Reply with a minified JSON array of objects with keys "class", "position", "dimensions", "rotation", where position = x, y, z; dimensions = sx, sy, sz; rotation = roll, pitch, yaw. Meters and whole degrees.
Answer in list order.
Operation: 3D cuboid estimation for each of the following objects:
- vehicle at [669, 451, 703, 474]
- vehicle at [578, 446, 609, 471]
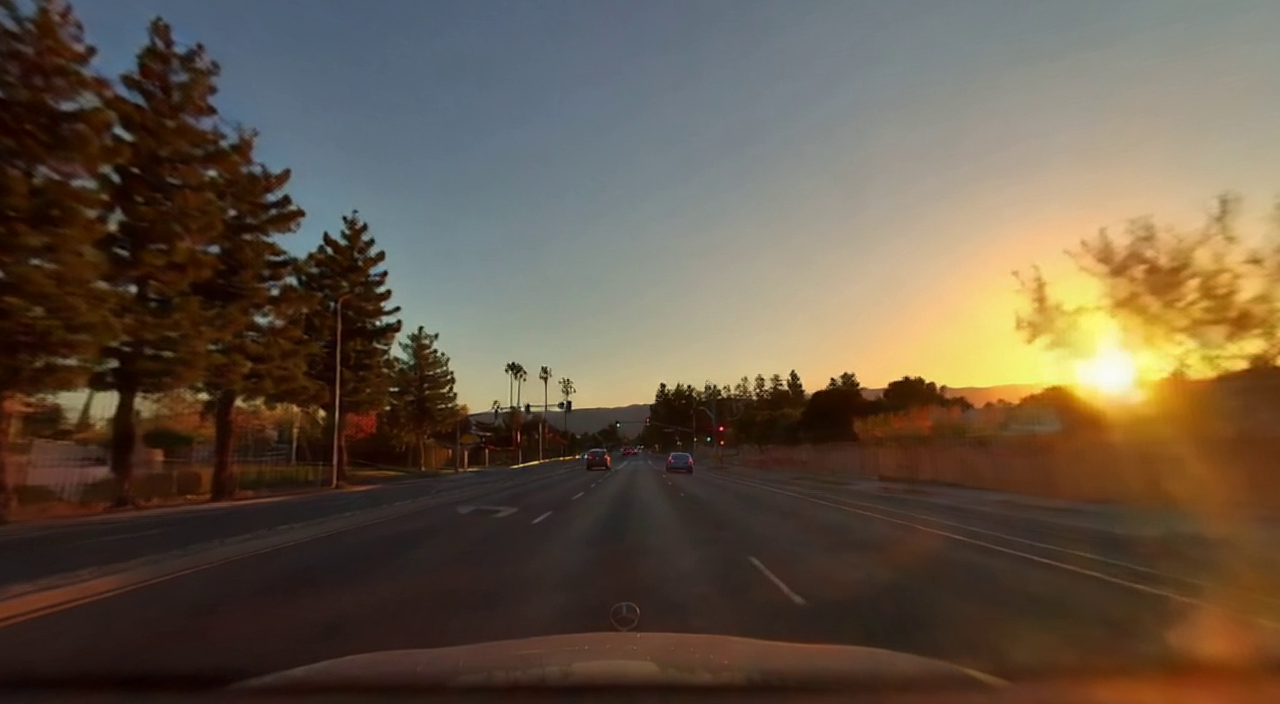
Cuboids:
[{"class":"vehicle","position":[3.200,7.834,44.783],"dimensions":[2.105,1.490,4.008],"rotation":[0,-9,0]},{"class":"vehicle","position":[-3.549,8.227,48.851],"dimensions":[2.078,1.832,4.746],"rotation":[0,-9,-1]}]
